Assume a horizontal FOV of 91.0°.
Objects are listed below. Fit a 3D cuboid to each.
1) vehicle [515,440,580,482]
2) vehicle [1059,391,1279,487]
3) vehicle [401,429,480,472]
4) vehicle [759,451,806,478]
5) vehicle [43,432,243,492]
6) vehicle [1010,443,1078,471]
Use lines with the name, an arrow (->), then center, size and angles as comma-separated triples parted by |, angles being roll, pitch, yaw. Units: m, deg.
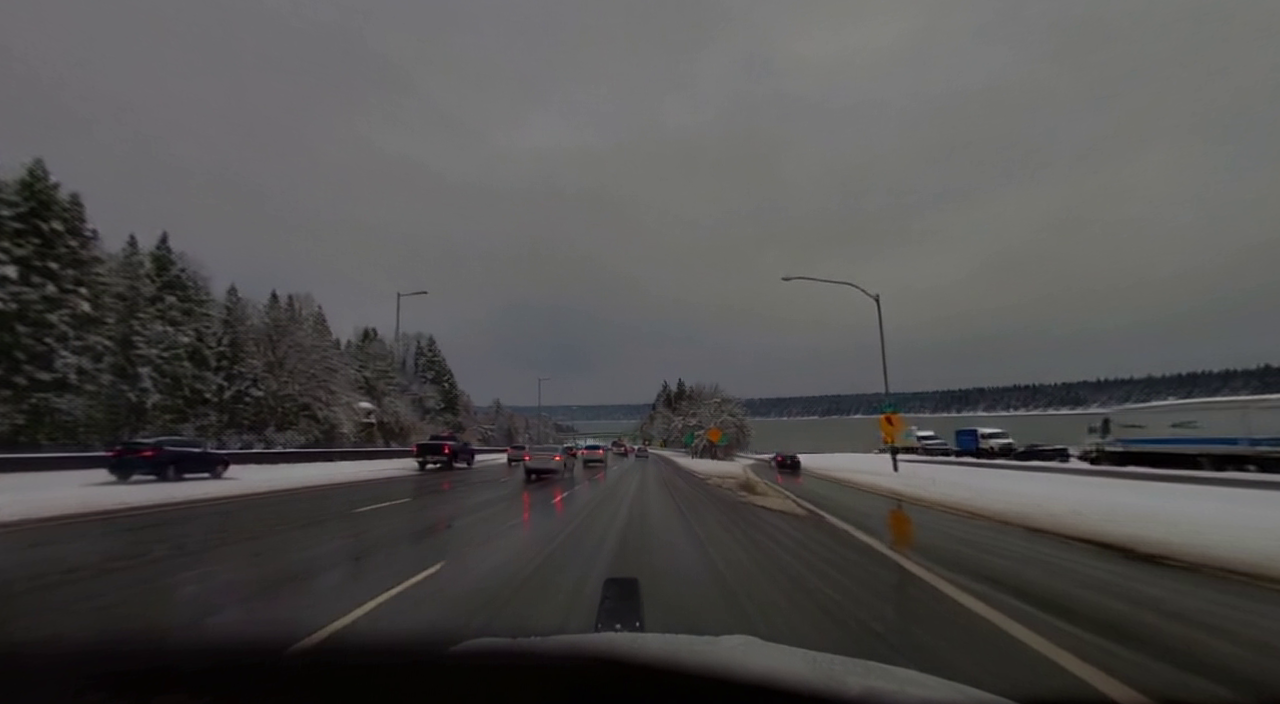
vehicle -> -4.039, 4.866, 28.334 | 2.132, 1.708, 4.571 | 0, -9, 2
vehicle -> 25.475, 4.154, 29.745 | 4.211, 3.637, 11.169 | 0, -8, 3
vehicle -> -10.975, 5.478, 35.207 | 2.442, 2.191, 5.760 | 0, -9, 1
vehicle -> 8.796, 6.953, 39.221 | 2.153, 1.510, 4.646 | 0, -9, 4
vehicle -> -14.647, 3.264, 19.026 | 2.050, 1.537, 4.768 | 0, -9, 2
vehicle -> 26.209, 6.799, 41.026 | 1.914, 1.667, 4.648 | -1, -9, 9
